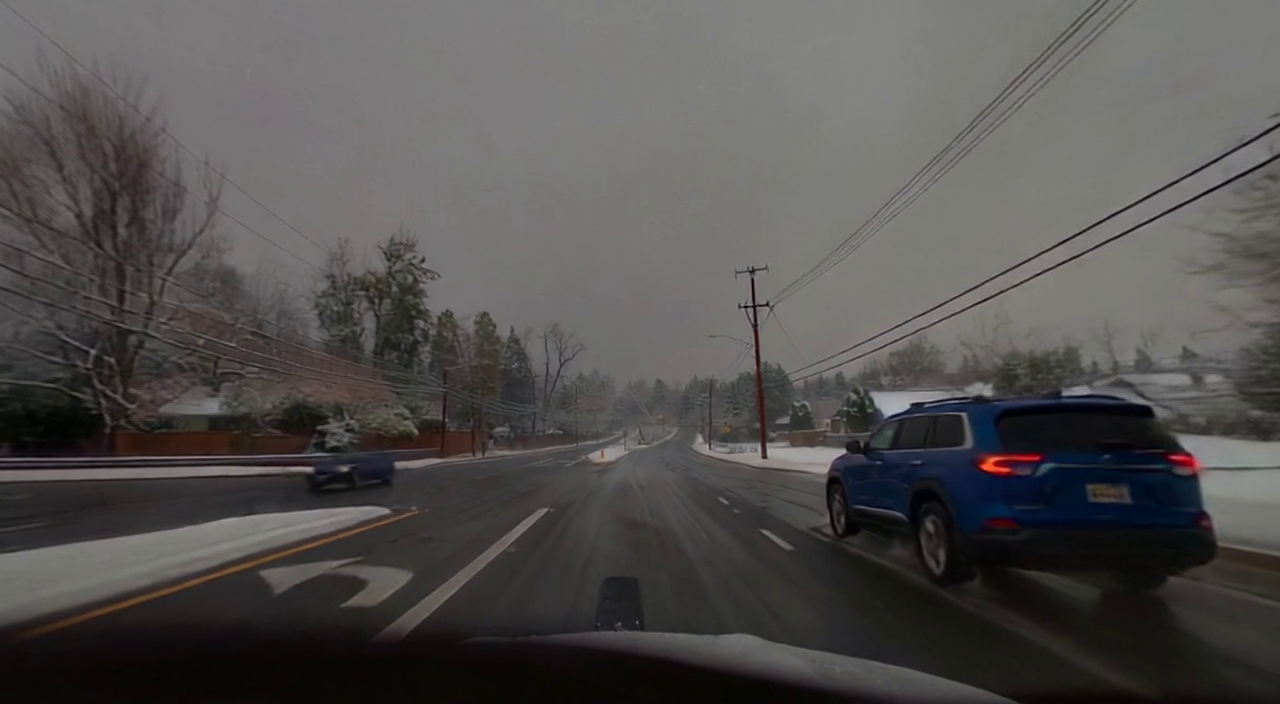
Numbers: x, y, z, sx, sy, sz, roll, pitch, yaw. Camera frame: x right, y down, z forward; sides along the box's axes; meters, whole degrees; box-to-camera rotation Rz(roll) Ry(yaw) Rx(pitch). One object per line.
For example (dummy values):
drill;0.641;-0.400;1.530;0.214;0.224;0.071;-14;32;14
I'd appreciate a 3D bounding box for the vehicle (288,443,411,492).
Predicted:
vehicle;-10.021;3.989;22.329;1.990;1.521;4.879;0;-9;1

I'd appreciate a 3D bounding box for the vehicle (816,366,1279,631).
vehicle;3.671;1.332;6.713;2.193;1.777;4.772;0;-9;0
